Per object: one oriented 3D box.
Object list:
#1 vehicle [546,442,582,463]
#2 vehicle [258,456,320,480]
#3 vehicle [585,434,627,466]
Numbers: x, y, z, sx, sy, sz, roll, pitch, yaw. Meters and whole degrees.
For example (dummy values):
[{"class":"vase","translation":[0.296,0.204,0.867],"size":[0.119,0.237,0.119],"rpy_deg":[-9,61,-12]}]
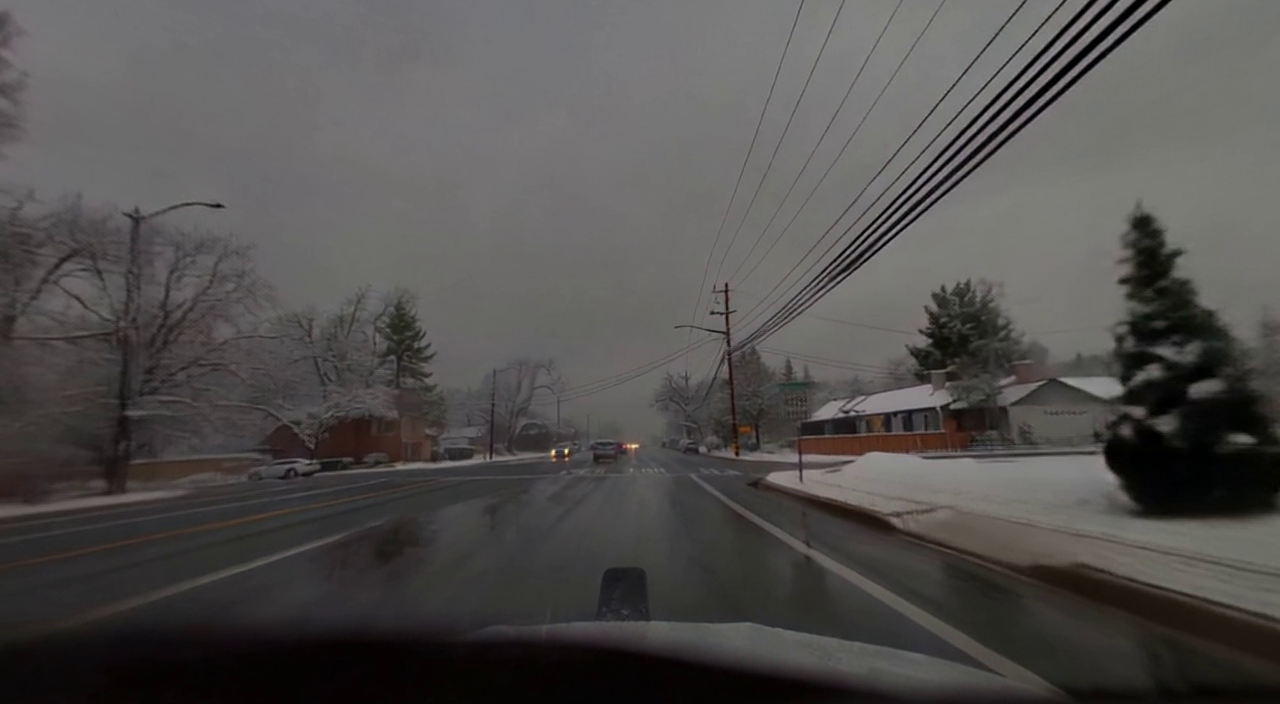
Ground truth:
[{"class":"vehicle","translation":[-5.905,7.853,49.403],"size":[2.155,1.533,4.530],"rpy_deg":[0,-9,2]},{"class":"vehicle","translation":[-26.976,8.900,48.644],"size":[1.938,1.725,4.846],"rpy_deg":[0,-9,0]},{"class":"vehicle","translation":[-2.075,6.220,40.066],"size":[2.327,1.861,4.941],"rpy_deg":[0,-9,1]}]
